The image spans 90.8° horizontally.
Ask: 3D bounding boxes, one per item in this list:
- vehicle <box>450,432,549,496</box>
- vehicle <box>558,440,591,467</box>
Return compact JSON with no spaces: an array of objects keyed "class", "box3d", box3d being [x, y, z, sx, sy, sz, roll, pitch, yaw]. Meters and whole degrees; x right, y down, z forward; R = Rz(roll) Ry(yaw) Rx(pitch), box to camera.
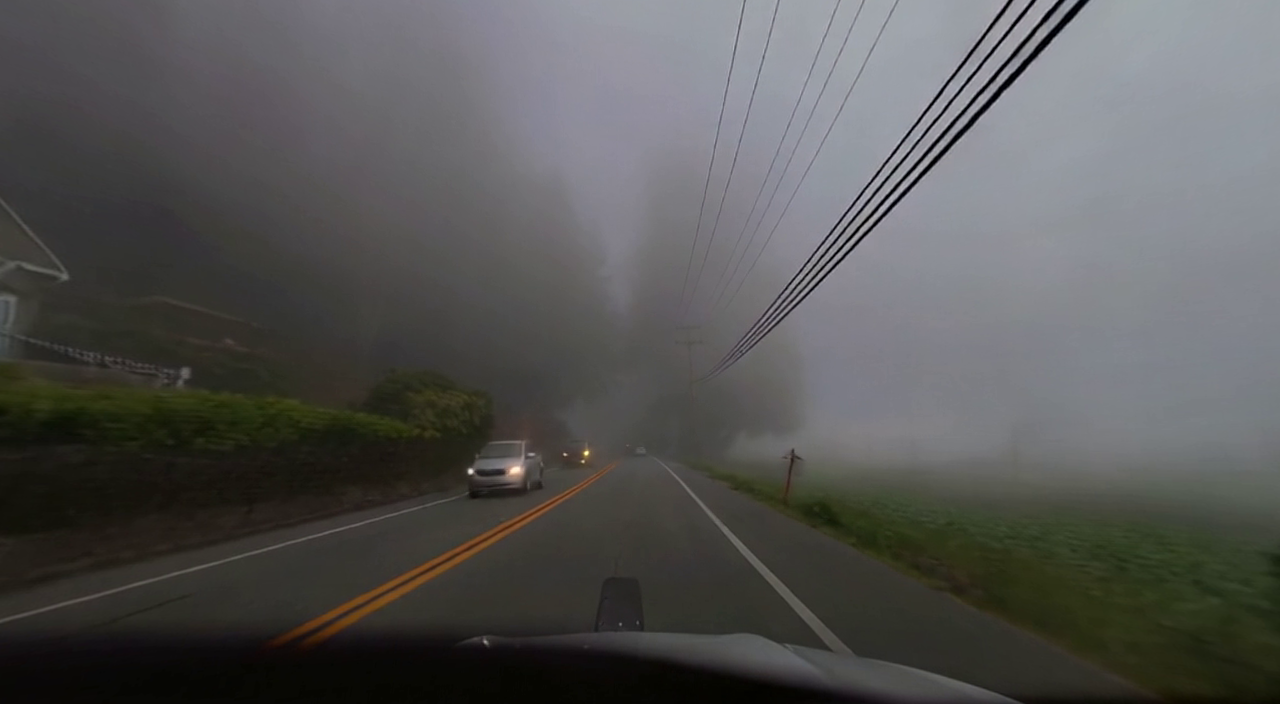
[{"class":"vehicle","box3d":[-4.480,3.648,21.030,2.225,1.872,4.588,0,-8,0]},{"class":"vehicle","box3d":[-4.619,7.237,45.162,1.968,1.813,4.409,0,-8,-1]}]
